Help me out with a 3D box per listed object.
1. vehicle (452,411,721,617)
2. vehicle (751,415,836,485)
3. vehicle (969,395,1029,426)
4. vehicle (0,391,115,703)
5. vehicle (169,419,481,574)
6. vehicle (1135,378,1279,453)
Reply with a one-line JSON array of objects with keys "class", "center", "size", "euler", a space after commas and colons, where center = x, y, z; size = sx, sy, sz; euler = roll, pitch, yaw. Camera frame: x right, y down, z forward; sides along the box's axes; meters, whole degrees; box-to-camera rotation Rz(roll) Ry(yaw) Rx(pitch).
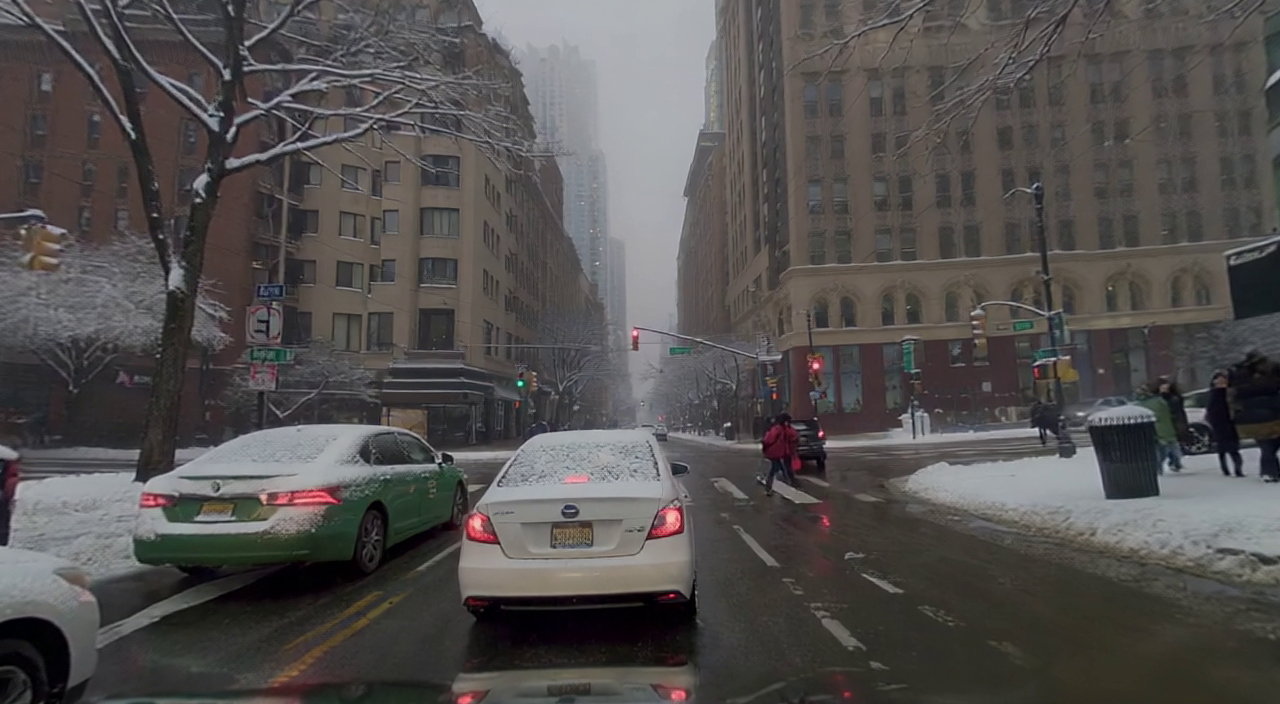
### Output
[{"class": "vehicle", "center": [-0.417, 1.499, 6.729], "size": [1.999, 1.520, 3.896], "euler": [0, -8, -1]}, {"class": "vehicle", "center": [4.295, 2.713, 17.588], "size": [1.958, 1.667, 4.392], "euler": [-2, -9, 14]}, {"class": "vehicle", "center": [23.091, 3.823, 40.550], "size": [4.657, 1.769, 1.979], "euler": [7, -11, -43]}, {"class": "vehicle", "center": [-3.908, 0.705, 1.194], "size": [1.995, 1.524, 4.438], "euler": [0, -8, 0]}, {"class": "vehicle", "center": [-3.683, 1.760, 8.481], "size": [1.934, 1.522, 4.287], "euler": [0, -8, 1]}, {"class": "vehicle", "center": [21.625, 2.364, 22.873], "size": [5.863, 2.493, 2.354], "euler": [2, -9, -12]}]
